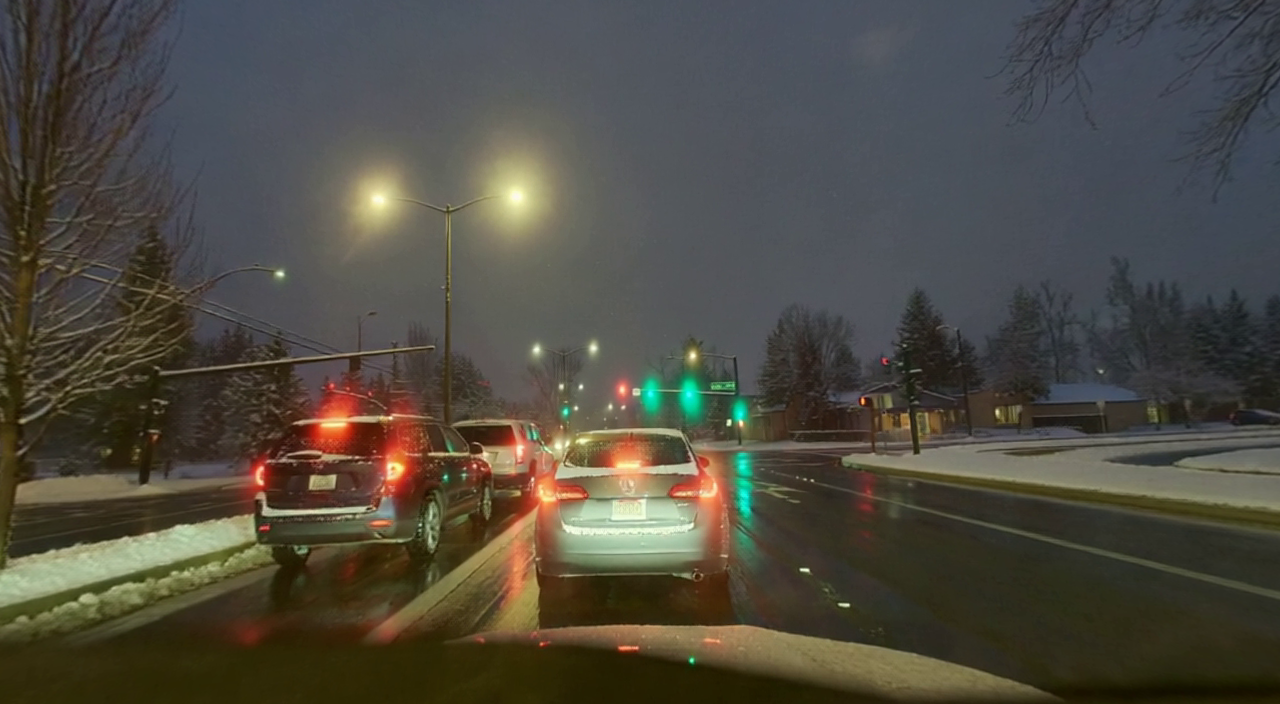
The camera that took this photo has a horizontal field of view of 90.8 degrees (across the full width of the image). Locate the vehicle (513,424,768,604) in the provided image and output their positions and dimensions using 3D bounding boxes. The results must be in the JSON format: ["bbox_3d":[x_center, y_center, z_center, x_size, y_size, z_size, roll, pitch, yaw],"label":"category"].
[{"bbox_3d":[-0.048,1.643,7.325,2.126,1.475,3.967,0,-8,-2],"label":"vehicle"}]

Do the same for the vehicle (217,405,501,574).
[{"bbox_3d":[-3.418,1.754,8.807,2.046,1.751,4.208,0,-8,-1],"label":"vehicle"}]
